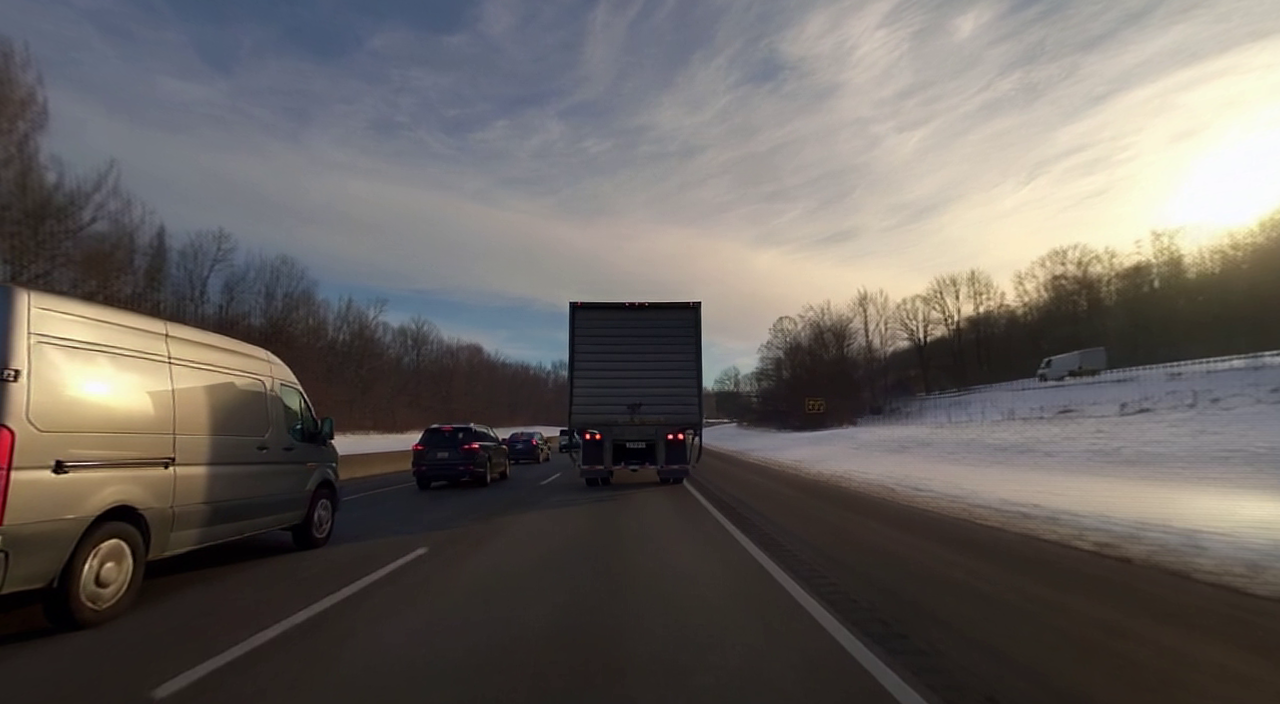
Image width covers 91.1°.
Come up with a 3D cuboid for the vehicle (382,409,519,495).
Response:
[{"bbox_3d":[-4.897,2.670,17.190,2.168,1.985,4.952,0,-8,0],"label":"vehicle"}]

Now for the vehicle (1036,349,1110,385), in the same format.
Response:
[{"bbox_3d":[28.107,1.027,41.008,2.034,1.625,4.809,7,-6,10],"label":"vehicle"}]

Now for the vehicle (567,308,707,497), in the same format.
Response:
[{"bbox_3d":[-0.045,1.724,18.476,2.953,4.041,10.072,0,-8,0],"label":"vehicle"}]

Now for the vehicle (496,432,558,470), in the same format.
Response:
[{"bbox_3d":[-4.861,4.317,27.695,1.931,1.539,4.441,0,-8,0],"label":"vehicle"}]

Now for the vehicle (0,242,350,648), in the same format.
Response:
[{"bbox_3d":[-5.239,0.837,5.818,2.478,2.515,5.438,0,-8,0],"label":"vehicle"}]
